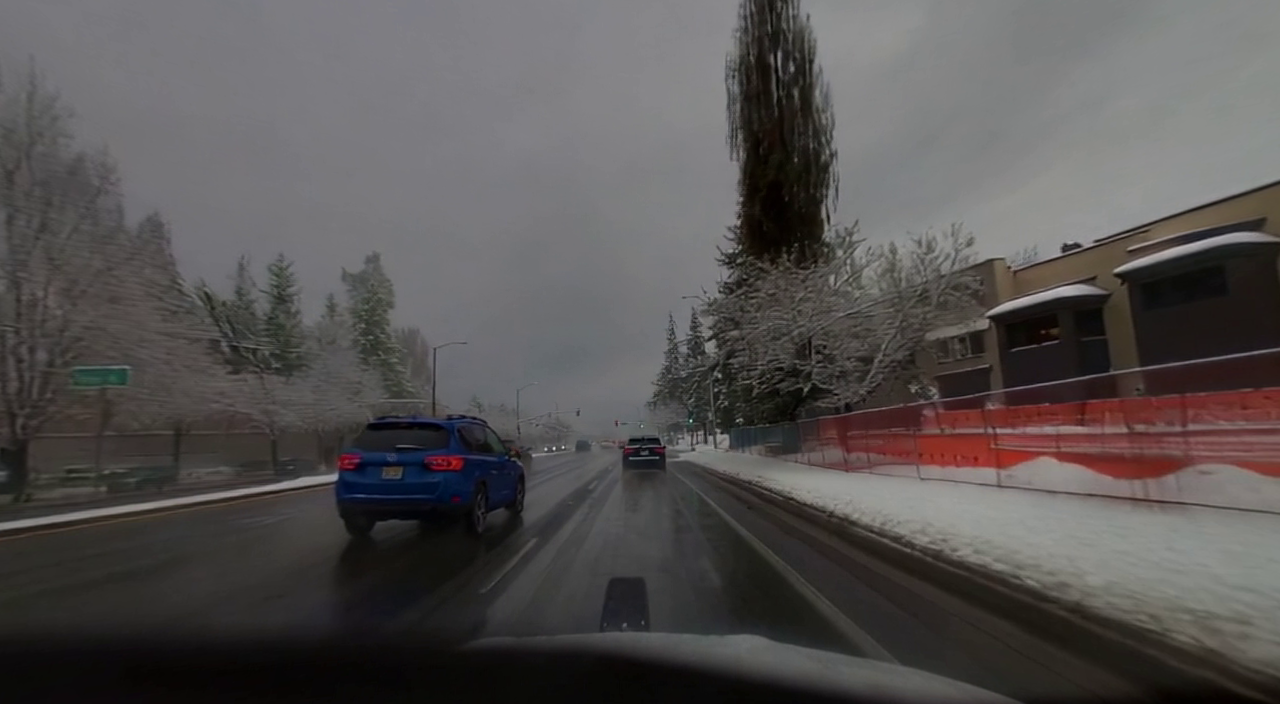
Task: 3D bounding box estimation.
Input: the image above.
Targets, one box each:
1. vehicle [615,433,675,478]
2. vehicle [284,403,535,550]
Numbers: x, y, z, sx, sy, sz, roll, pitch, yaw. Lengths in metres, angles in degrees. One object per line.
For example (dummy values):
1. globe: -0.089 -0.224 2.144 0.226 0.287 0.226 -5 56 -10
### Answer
1. vehicle: 0.132 4.133 25.378 2.227 1.654 4.091 0 -9 -1
2. vehicle: -3.312 1.928 10.451 2.157 1.824 4.986 0 -9 1
